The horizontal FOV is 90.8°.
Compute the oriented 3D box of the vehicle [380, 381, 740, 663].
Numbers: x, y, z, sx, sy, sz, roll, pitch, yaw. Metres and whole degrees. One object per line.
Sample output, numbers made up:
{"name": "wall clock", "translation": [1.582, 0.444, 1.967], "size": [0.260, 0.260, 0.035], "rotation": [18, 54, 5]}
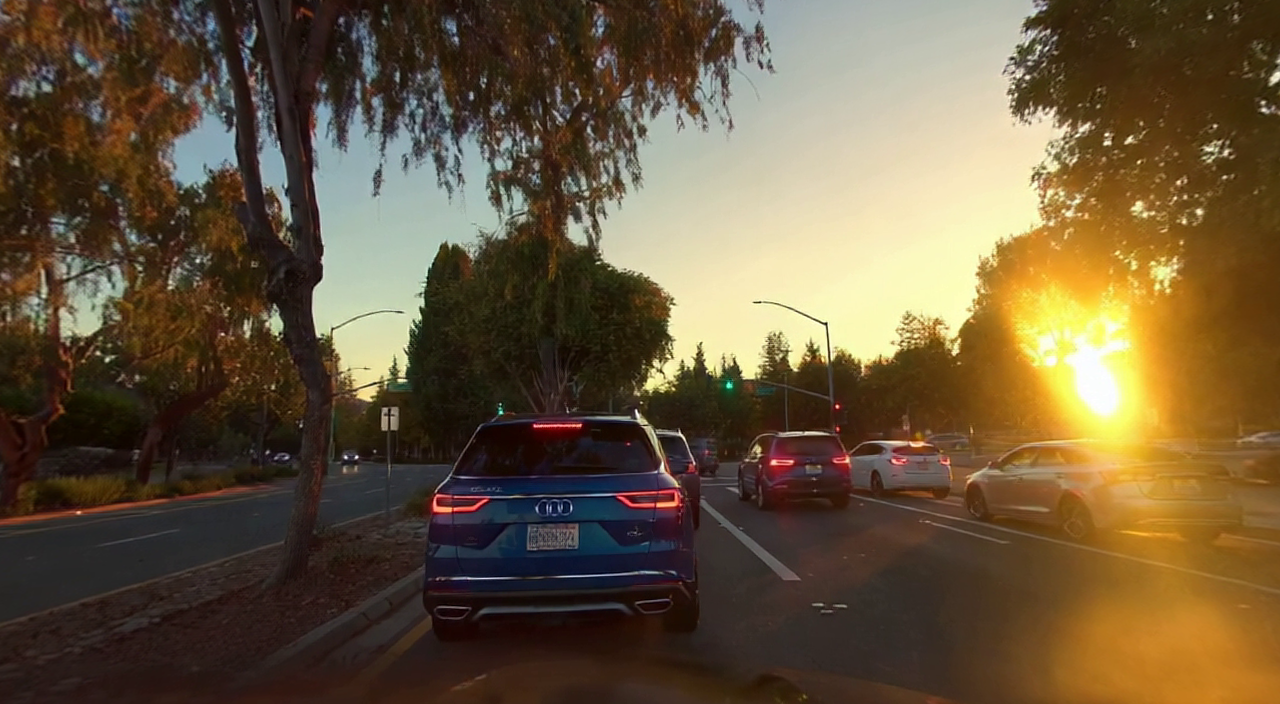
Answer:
{"name": "vehicle", "translation": [-0.436, 1.351, 6.078], "size": [2.201, 1.709, 4.271], "rotation": [0, -9, 2]}

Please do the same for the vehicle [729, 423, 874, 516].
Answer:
{"name": "vehicle", "translation": [3.250, 2.470, 13.747], "size": [1.963, 1.682, 4.407], "rotation": [0, -9, 0]}

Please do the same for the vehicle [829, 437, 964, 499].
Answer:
{"name": "vehicle", "translation": [6.963, 3.183, 17.769], "size": [1.890, 1.489, 4.415], "rotation": [0, -9, -1]}

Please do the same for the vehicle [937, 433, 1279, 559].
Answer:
{"name": "vehicle", "translation": [6.586, 2.015, 9.656], "size": [1.894, 1.445, 4.565], "rotation": [0, -9, 1]}
